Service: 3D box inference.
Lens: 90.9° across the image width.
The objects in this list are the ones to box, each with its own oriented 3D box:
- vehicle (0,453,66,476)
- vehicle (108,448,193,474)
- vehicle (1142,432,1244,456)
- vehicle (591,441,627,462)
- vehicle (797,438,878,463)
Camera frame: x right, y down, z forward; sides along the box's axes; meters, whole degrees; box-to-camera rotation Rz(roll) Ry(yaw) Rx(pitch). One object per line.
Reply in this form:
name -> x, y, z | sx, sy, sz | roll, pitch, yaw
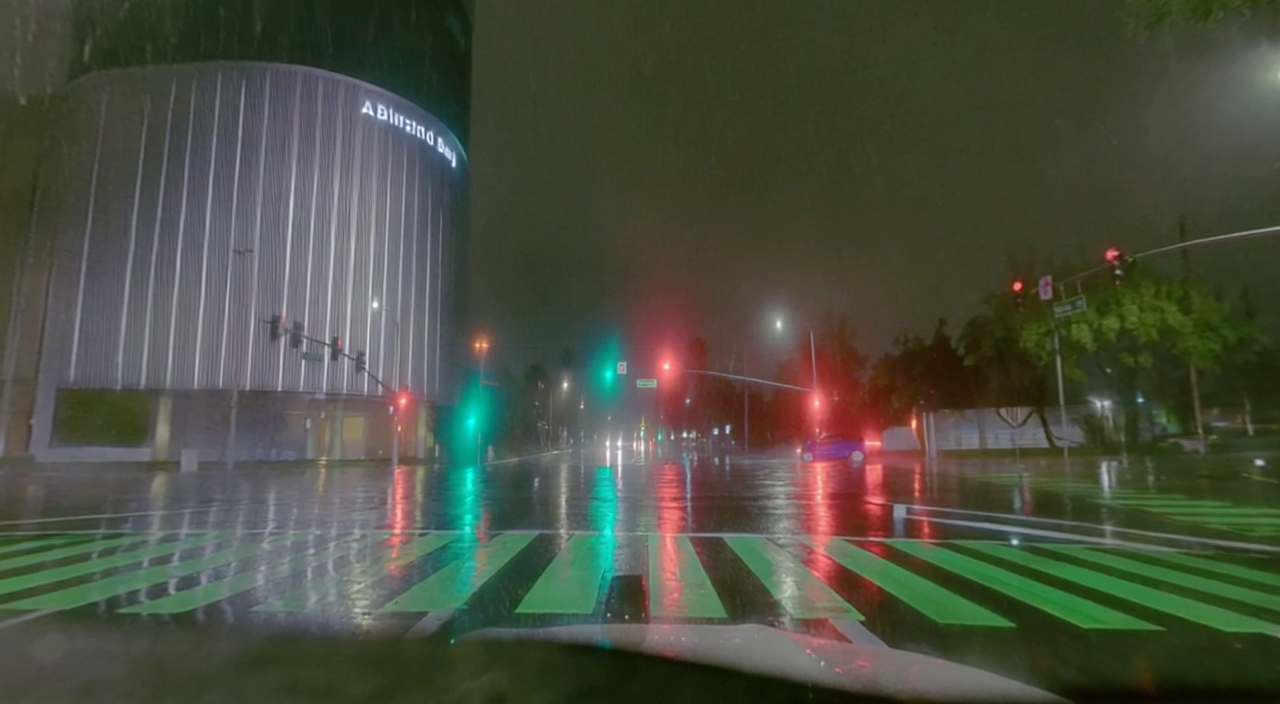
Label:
vehicle -> -41.685, 7.614, 42.720 | 3.698, 1.467, 1.779 | 0, -8, 1
vehicle -> -33.115, 7.389, 42.722 | 4.136, 1.661, 1.857 | 0, -8, 1
vehicle -> 36.122, 6.026, 41.227 | 4.767, 1.456, 1.858 | 0, -8, 2
vehicle -> -2.265, 7.493, 47.585 | 2.280, 1.454, 4.836 | 0, -8, 2
vehicle -> 12.270, 6.147, 39.432 | 4.529, 1.457, 1.981 | -1, -9, 9
